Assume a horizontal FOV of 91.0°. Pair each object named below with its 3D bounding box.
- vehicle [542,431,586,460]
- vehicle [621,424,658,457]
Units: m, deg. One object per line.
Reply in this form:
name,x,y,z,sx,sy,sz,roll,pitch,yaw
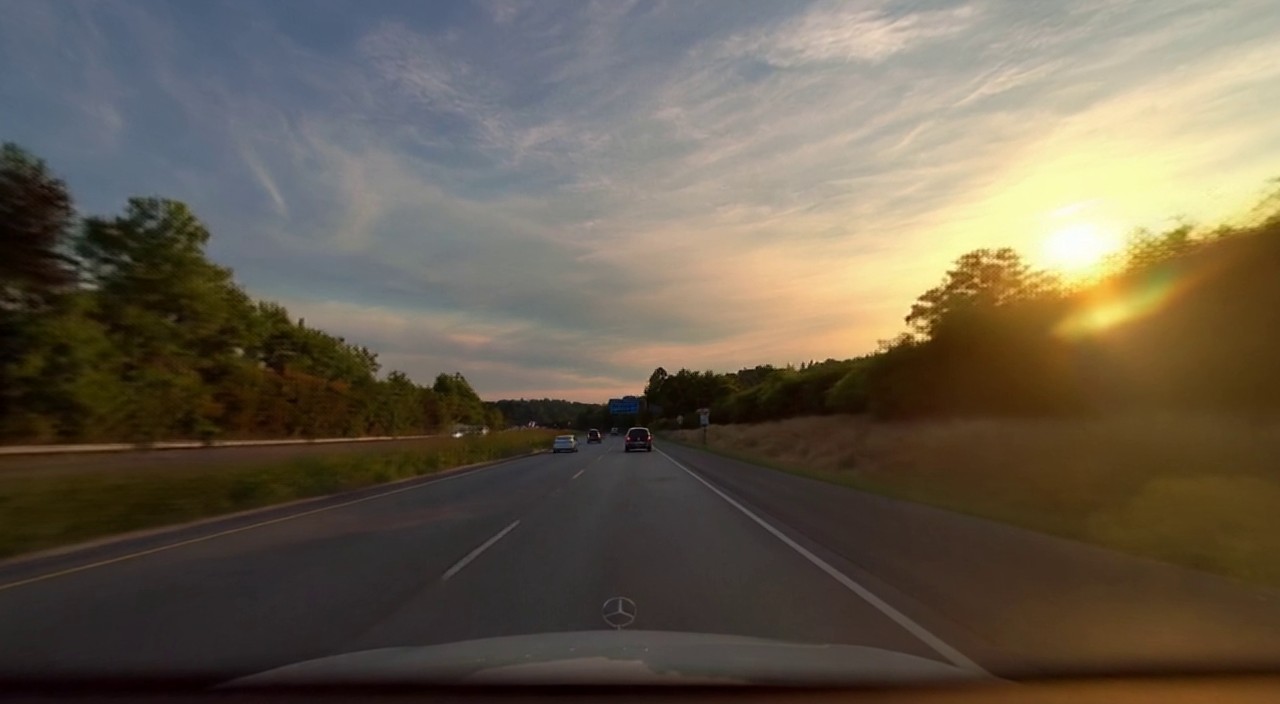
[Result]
vehicle,-4.302,5.338,36.095,2.062,1.567,4.117,0,-8,-1
vehicle,-0.113,5.659,40.445,2.223,1.957,4.416,0,-8,-2
